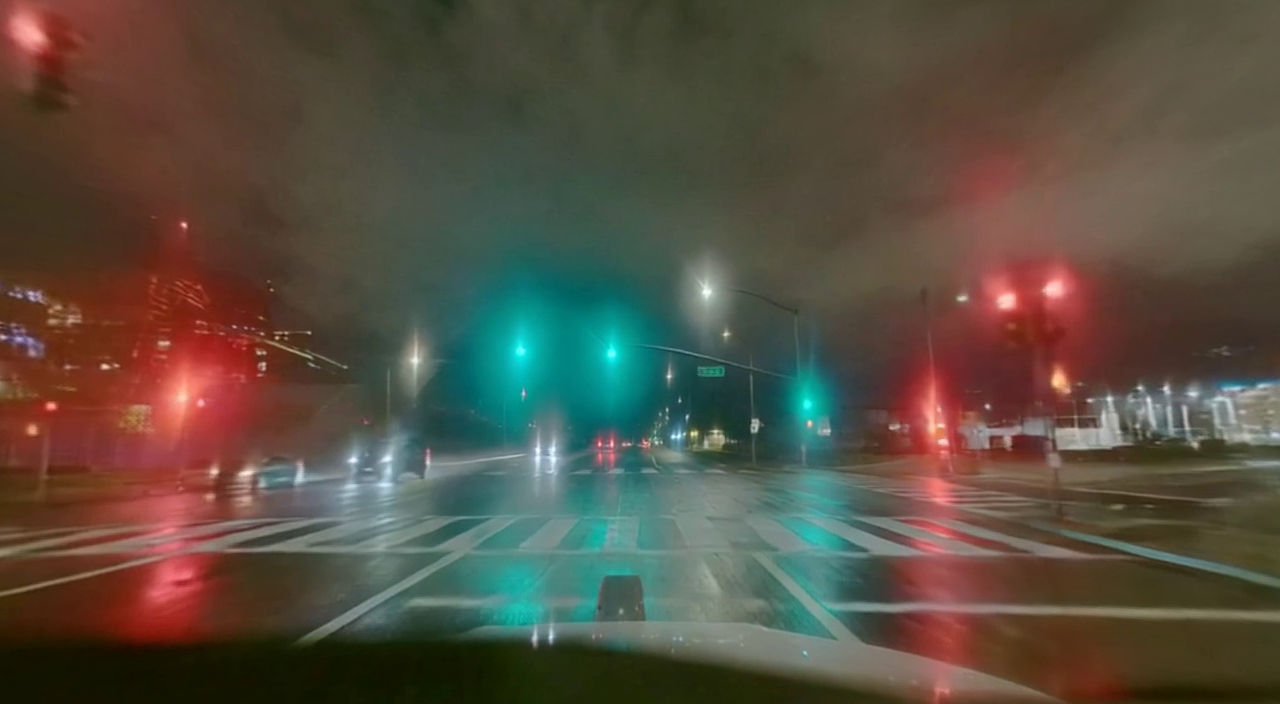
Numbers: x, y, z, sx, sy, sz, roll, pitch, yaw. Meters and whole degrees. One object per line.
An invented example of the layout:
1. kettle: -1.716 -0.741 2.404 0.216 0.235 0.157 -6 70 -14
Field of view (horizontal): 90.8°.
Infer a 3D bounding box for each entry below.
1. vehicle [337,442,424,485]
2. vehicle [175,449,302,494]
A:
1. vehicle: -11.038 4.746 27.241 1.893 1.654 4.127 -1 -9 2
2. vehicle: -14.739 4.365 23.515 1.847 1.453 4.286 0 -9 1
